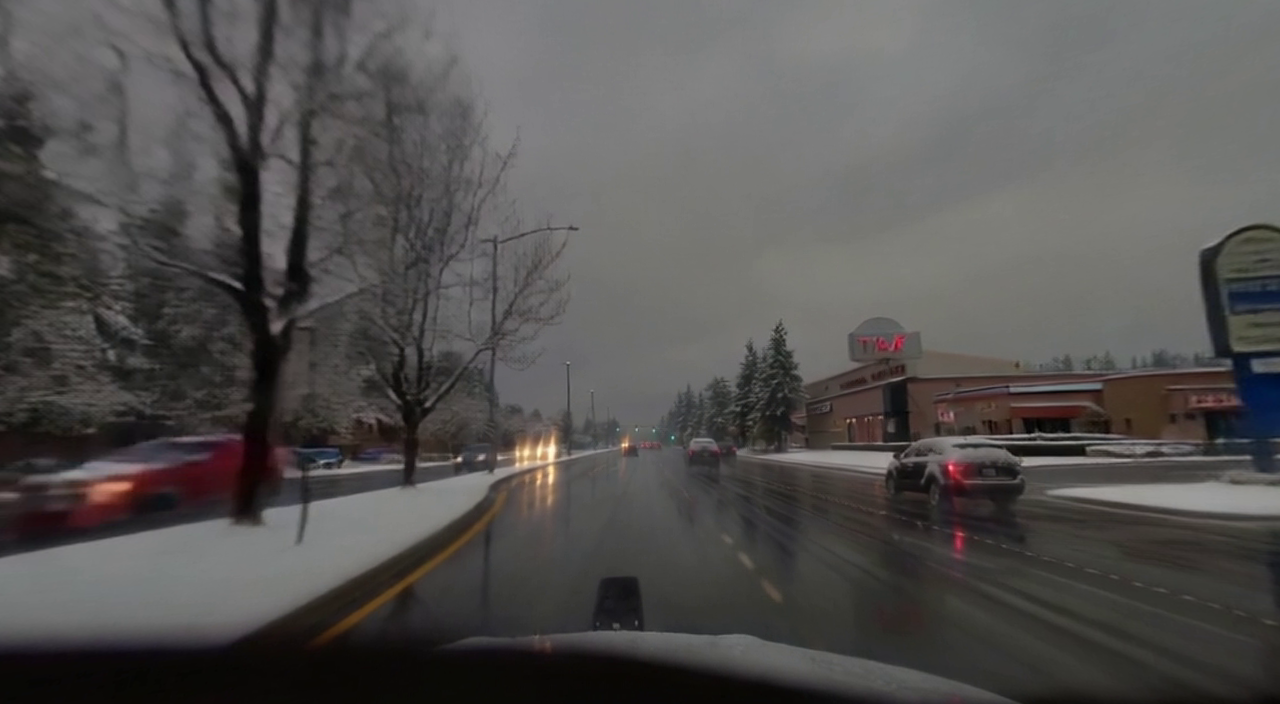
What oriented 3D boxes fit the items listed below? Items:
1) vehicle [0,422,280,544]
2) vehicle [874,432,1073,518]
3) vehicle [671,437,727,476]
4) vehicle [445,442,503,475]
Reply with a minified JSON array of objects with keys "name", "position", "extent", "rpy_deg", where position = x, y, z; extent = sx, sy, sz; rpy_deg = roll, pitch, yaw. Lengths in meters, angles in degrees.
[{"name":"vehicle","position":[-9.338,2.351,12.035],"extent":[2.118,1.838,4.737],"rpy_deg":[0,-9,-1]},{"name":"vehicle","position":[6.792,2.538,13.463],"extent":[1.886,1.528,4.169],"rpy_deg":[1,-9,-1]},{"name":"vehicle","position":[2.695,4.871,29.583],"extent":[2.161,1.676,4.151],"rpy_deg":[1,-9,-1]},{"name":"vehicle","position":[-9.178,5.900,35.234],"extent":[2.024,1.699,4.363],"rpy_deg":[0,-9,0]}]
